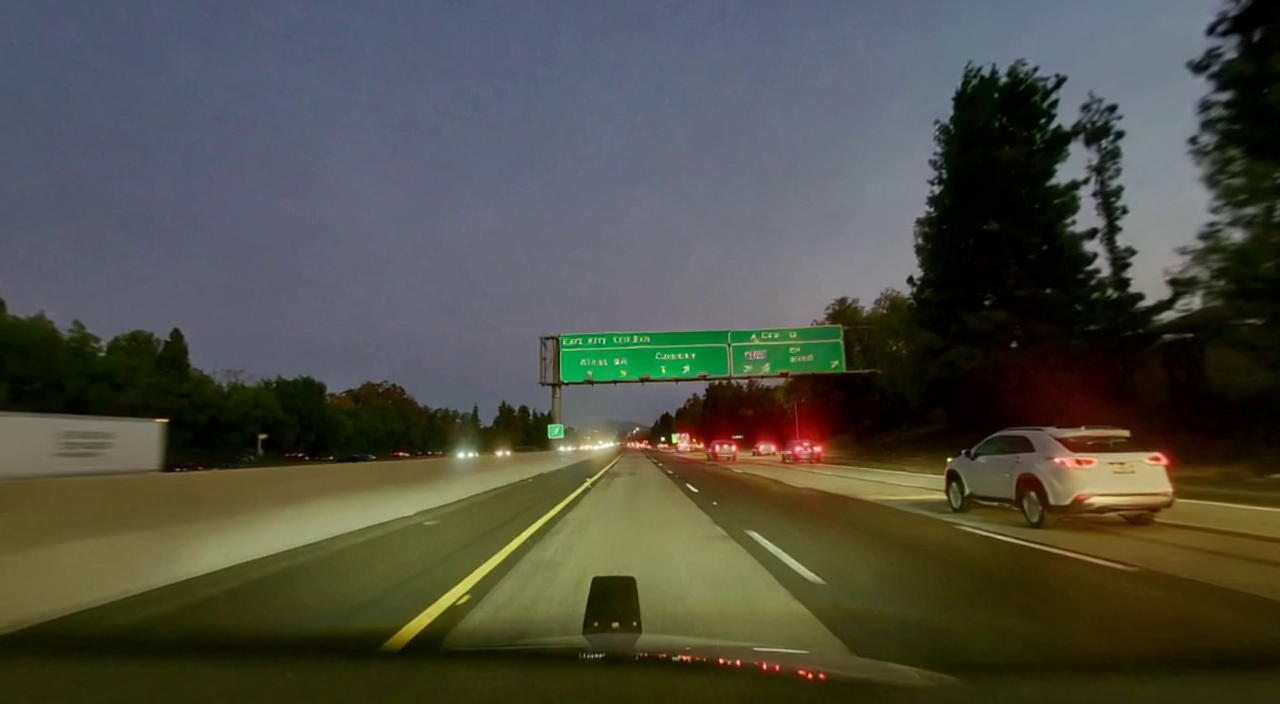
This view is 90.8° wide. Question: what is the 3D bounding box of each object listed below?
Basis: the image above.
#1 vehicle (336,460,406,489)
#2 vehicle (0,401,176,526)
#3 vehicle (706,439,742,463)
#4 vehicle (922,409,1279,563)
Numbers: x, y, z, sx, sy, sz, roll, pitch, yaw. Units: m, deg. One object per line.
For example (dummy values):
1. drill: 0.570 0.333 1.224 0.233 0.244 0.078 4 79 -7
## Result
1. vehicle: -15.024 6.846 35.595 1.876 1.401 4.591 0 -9 0
2. vehicle: -22.422 3.829 21.875 2.836 4.063 13.052 0 -9 0
3. vehicle: 6.333 7.493 48.015 2.030 1.706 4.279 0 -9 -1
4. vehicle: 6.366 1.819 9.363 2.052 1.660 4.837 0 -9 -1
